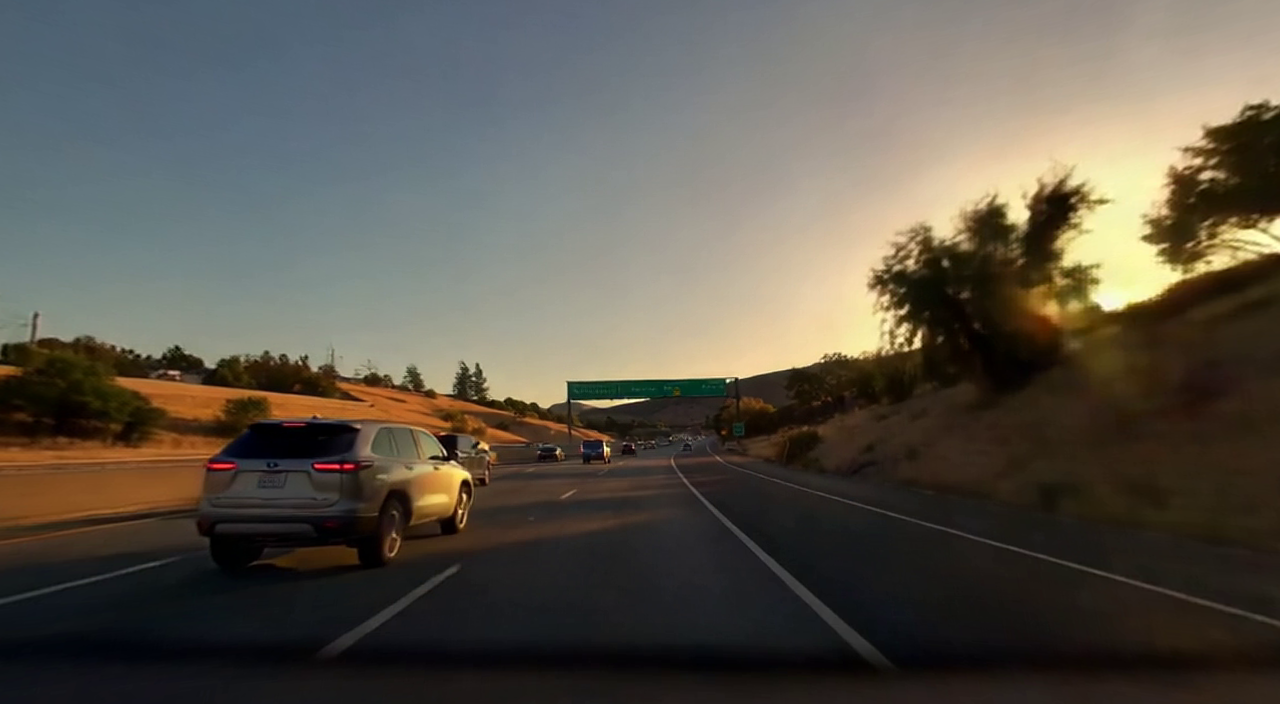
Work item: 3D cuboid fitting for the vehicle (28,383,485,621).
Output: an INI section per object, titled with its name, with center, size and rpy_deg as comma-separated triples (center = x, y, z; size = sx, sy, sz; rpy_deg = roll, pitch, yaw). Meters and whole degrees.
[vehicle]
center = -3.616, 1.537, 7.415
size = 2.218, 1.848, 4.789
rpy_deg = 0, -9, 2
